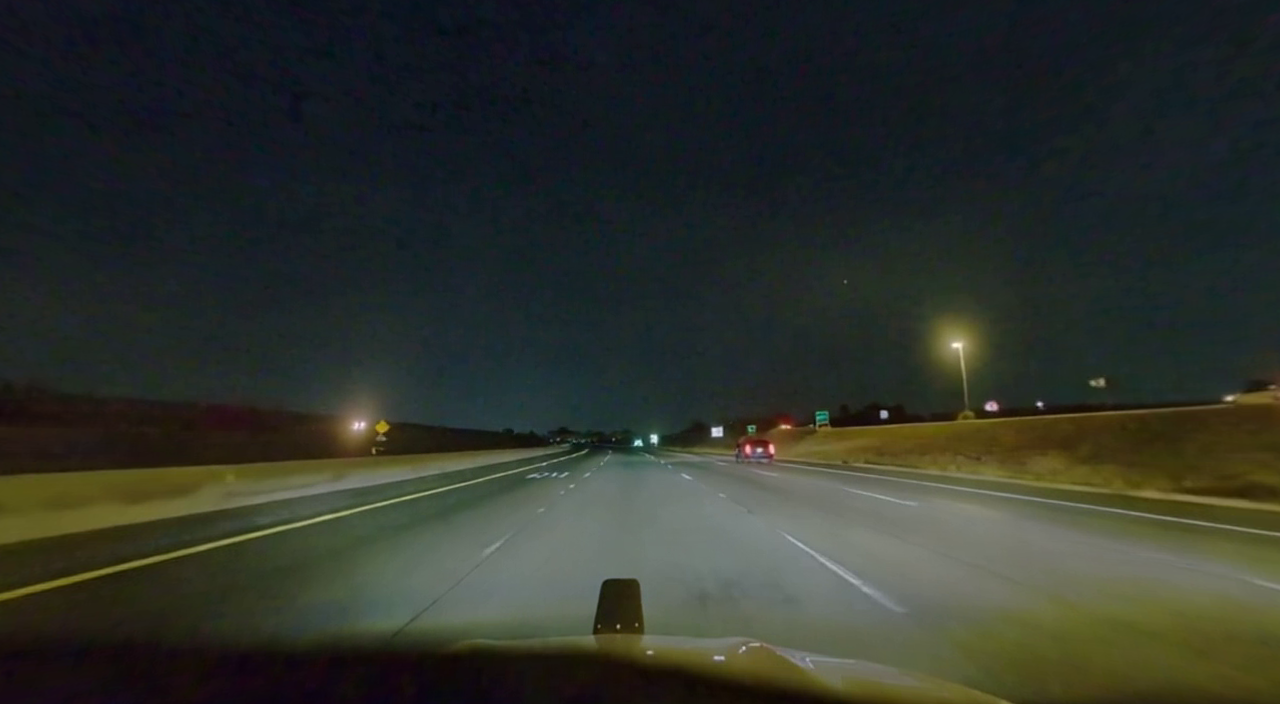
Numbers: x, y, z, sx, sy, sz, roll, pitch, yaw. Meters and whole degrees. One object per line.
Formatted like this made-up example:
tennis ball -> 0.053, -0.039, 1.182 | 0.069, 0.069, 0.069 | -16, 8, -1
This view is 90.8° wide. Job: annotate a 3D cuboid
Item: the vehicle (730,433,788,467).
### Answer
vehicle -> 6.344, 5.325, 34.330 | 2.104, 1.723, 4.538 | 0, -8, -2
